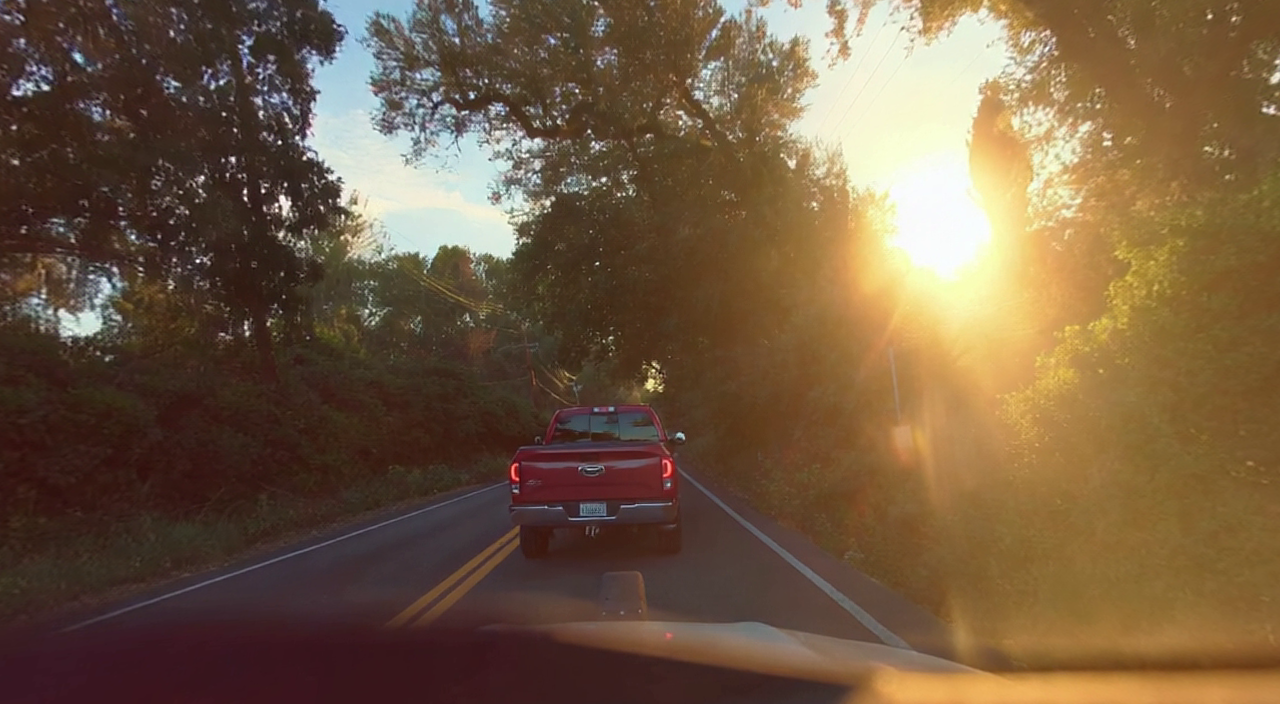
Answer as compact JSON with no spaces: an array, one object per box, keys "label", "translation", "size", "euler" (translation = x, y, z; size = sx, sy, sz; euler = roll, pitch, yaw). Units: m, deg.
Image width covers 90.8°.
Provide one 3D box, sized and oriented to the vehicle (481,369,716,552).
[{"label":"vehicle","translation":[-0.532,1.744,10.697],"size":[2.837,2.223,5.885],"euler":[0,-8,-1]}]
